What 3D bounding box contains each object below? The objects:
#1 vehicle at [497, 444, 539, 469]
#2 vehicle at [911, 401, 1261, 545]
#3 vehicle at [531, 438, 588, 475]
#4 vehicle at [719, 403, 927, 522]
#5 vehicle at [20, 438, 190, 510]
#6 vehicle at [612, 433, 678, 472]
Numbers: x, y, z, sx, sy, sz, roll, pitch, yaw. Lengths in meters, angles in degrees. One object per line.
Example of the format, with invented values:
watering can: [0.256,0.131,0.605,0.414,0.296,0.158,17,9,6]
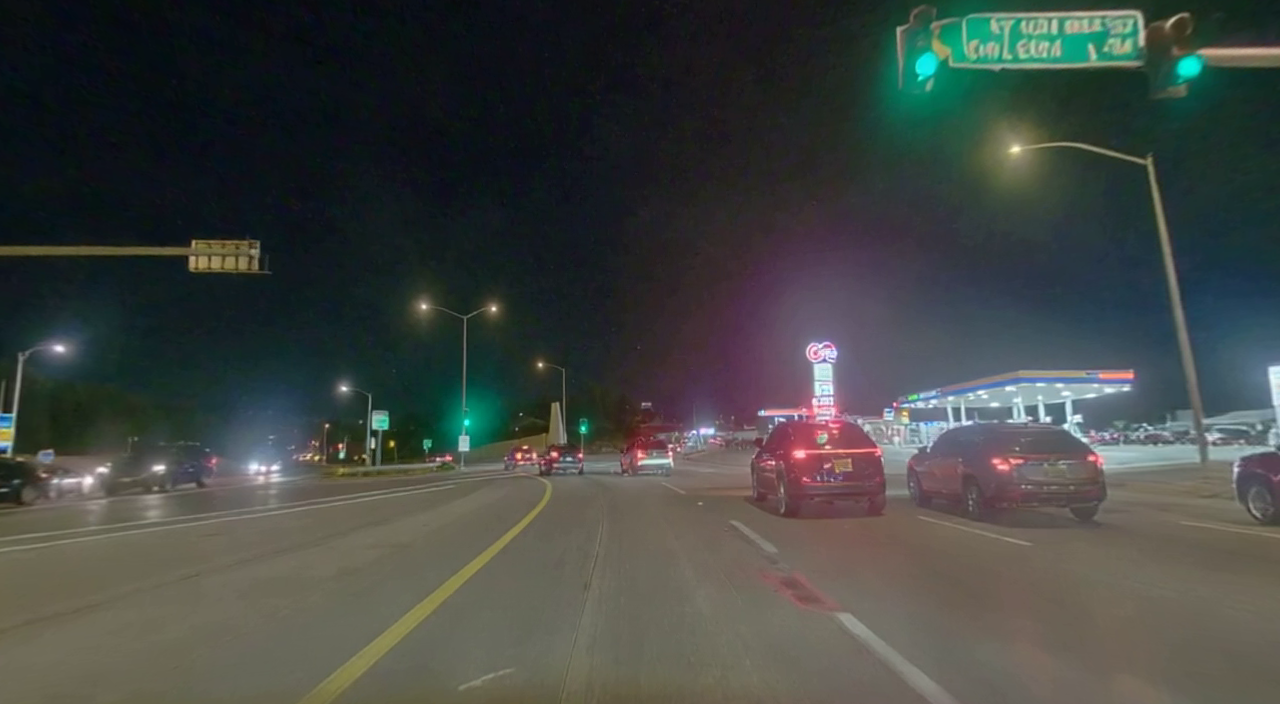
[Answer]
vehicle: [-8.590,7.274,44.190,2.193,1.609,3.874,3,-9,-21]
vehicle: [5.965,1.675,9.292,1.881,1.604,4.289,0,-8,-2]
vehicle: [-3.782,4.784,29.079,2.107,1.527,4.174,2,-9,-14]
vehicle: [3.072,2.009,11.915,2.184,1.777,4.712,1,-8,-5]
vehicle: [-18.514,4.165,22.380,2.811,2.105,6.404,4,-9,-24]
vehicle: [0.144,4.546,28.663,2.012,1.612,4.114,2,-9,-14]
